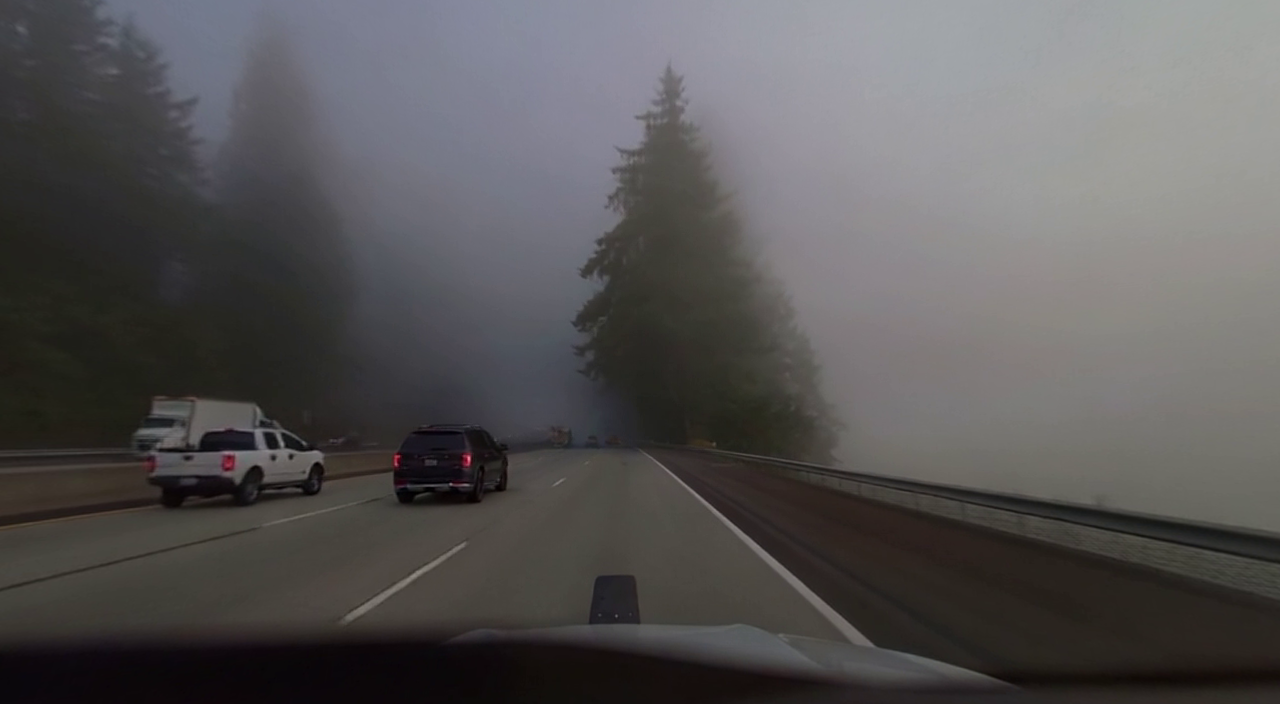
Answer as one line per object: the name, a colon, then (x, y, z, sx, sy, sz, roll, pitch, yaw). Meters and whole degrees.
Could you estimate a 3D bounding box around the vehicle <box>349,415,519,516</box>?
vehicle: (-3.814, 2.153, 12.543, 2.034, 1.675, 4.080, 0, -8, -1)

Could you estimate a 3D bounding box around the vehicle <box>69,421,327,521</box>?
vehicle: (-7.946, 2.137, 11.915, 2.000, 1.552, 3.946, 0, -8, 0)
